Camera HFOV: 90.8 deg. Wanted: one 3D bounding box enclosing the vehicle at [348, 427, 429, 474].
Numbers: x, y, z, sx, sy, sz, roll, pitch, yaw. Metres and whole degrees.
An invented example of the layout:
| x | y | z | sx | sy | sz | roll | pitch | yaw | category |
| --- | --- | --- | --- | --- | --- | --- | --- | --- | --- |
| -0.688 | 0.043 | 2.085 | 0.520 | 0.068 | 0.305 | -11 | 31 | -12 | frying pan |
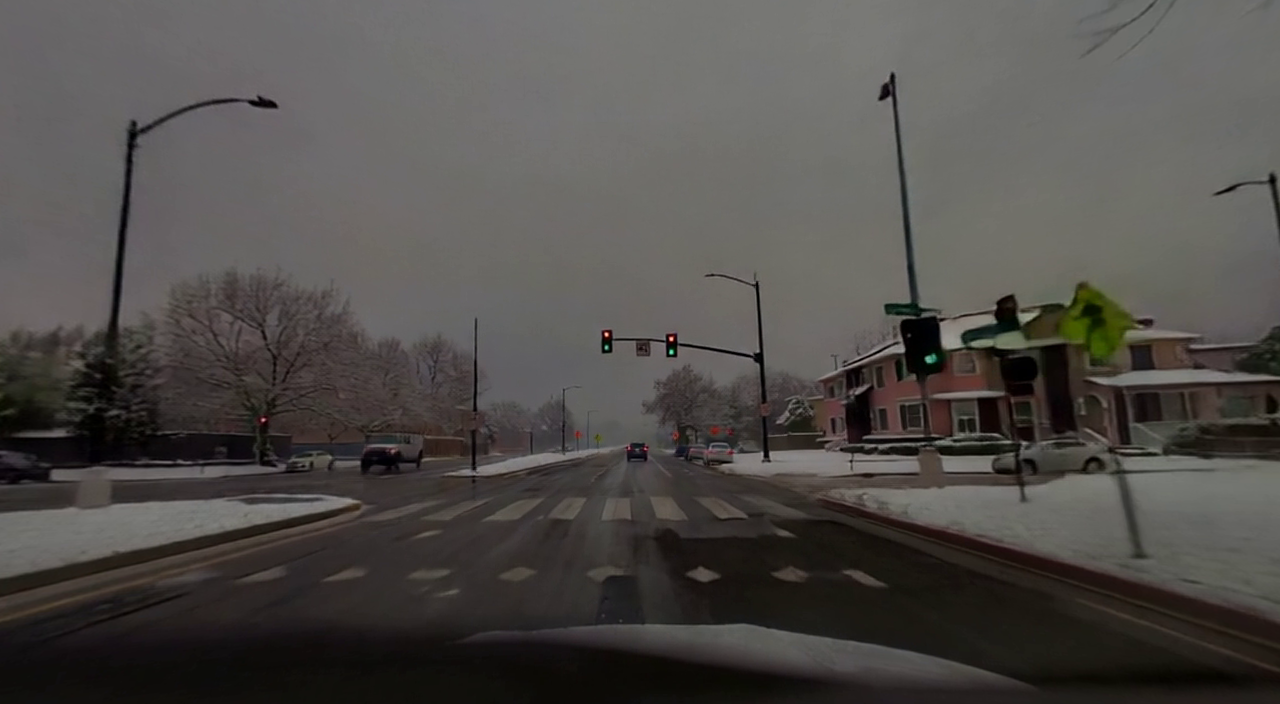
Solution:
| x | y | z | sx | sy | sz | roll | pitch | yaw | category |
| --- | --- | --- | --- | --- | --- | --- | --- | --- | --- |
| -16.773 | 6.619 | 42.686 | 2.620 | 2.901 | 6.931 | 0 | -9 | 0 | vehicle |

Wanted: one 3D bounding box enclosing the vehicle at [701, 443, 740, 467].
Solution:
| x | y | z | sx | sy | sz | roll | pitch | yaw | category |
| --- | --- | --- | --- | --- | --- | --- | --- | --- | --- |
| 5.544 | 7.160 | 44.042 | 2.066 | 1.552 | 4.799 | 0 | -8 | -1 | vehicle |

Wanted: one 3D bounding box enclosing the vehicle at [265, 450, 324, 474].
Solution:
| x | y | z | sx | sy | sz | roll | pitch | yaw | category |
| --- | --- | --- | --- | --- | --- | --- | --- | --- | --- |
| -25.979 | 8.277 | 47.724 | 1.912 | 1.681 | 4.625 | 0 | -9 | -1 | vehicle |

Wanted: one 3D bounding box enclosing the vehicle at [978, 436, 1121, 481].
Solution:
| x | y | z | sx | sy | sz | roll | pitch | yaw | category |
| --- | --- | --- | --- | --- | --- | --- | --- | --- | --- |
| 16.844 | 4.389 | 26.148 | 4.561 | 1.723 | 2.030 | 0 | -9 | -5 | vehicle |
